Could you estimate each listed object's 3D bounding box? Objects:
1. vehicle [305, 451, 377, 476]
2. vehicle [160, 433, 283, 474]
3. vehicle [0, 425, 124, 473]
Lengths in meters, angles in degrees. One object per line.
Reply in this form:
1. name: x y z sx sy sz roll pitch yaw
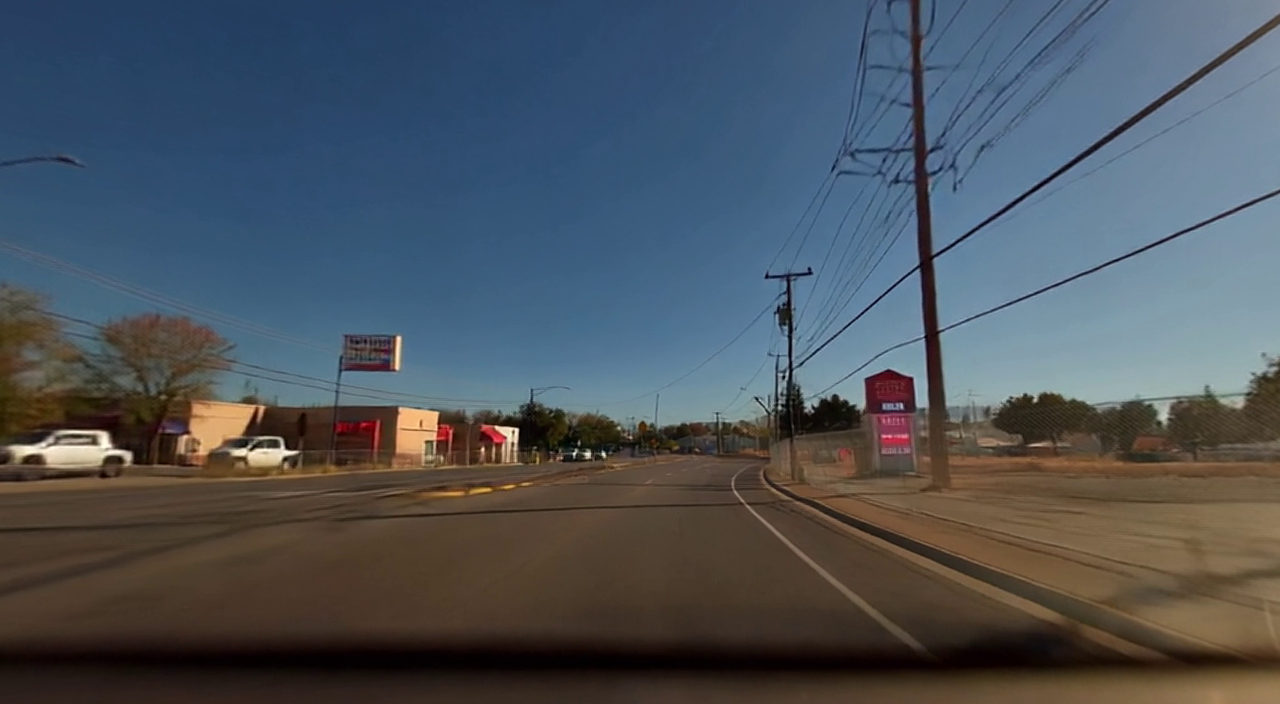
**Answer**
1. vehicle: -19.917 7.413 41.961 4.147 1.562 1.805 -3 -9 18
2. vehicle: -22.495 5.453 33.892 5.785 2.002 2.241 -4 -9 16
3. vehicle: -24.519 4.012 26.059 5.426 1.822 2.014 -2 -9 17
